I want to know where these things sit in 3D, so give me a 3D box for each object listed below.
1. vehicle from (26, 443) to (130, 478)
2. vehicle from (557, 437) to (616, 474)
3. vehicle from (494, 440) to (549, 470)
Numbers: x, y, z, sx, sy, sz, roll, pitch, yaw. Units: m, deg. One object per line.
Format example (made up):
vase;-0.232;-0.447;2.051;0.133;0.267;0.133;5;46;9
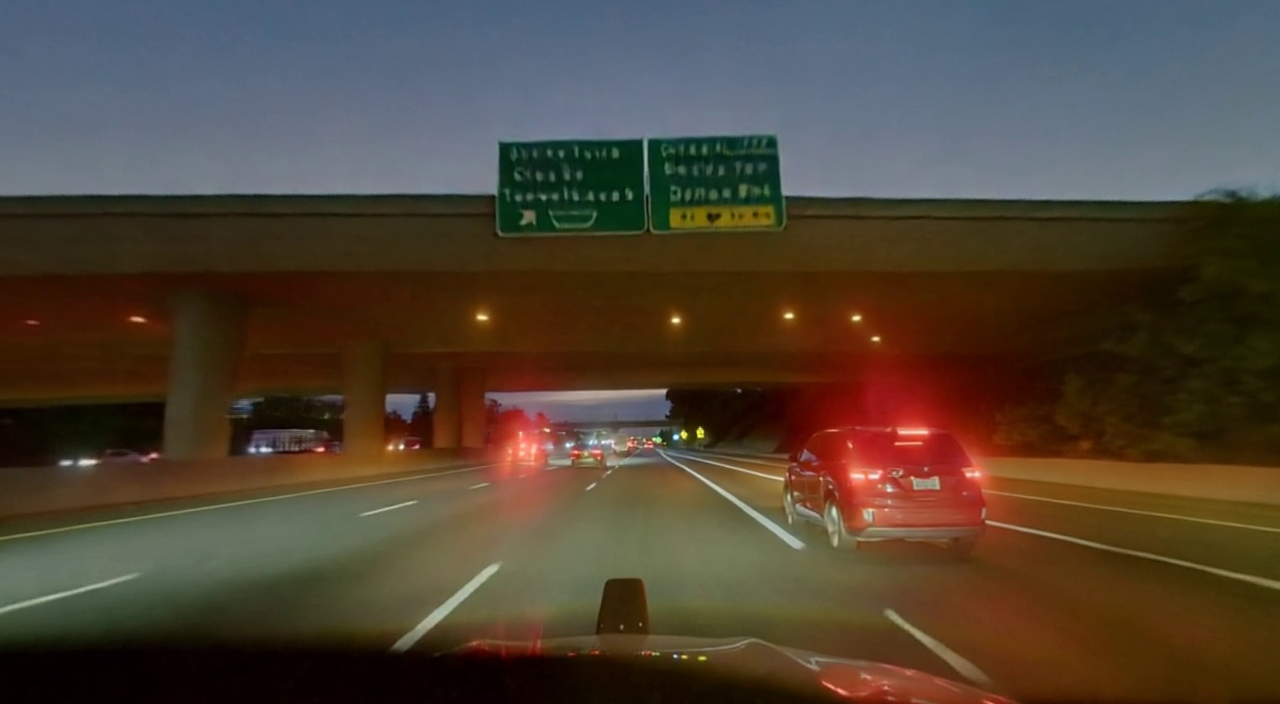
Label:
vehicle;-24.759;4.753;27.935;1.488;1.388;3.392;-1;-8;0
vehicle;-2.478;4.971;30.529;2.210;1.628;4.586;-1;-8;3
vehicle;-6.534;5.734;35.342;2.069;1.551;4.830;-1;-8;1
